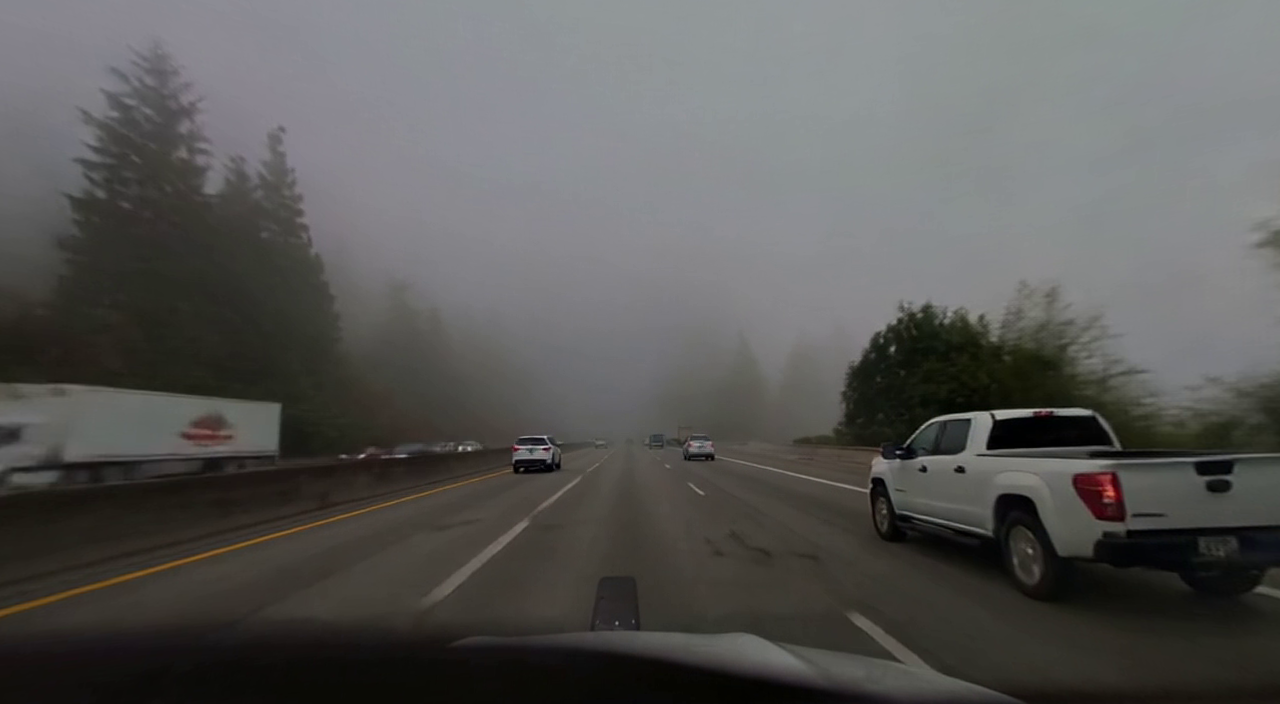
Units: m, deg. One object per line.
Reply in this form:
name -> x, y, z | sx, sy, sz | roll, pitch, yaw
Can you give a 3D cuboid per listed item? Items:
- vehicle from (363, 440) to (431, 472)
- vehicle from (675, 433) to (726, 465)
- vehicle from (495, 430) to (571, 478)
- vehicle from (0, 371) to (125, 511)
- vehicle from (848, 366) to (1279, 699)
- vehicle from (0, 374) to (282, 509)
vehicle -> -12.364, 5.287, 32.389 | 1.848, 1.517, 4.205 | 0, -8, -1
vehicle -> 2.921, 4.774, 31.173 | 1.990, 1.480, 3.865 | 0, -8, -2
vehicle -> -3.857, 3.746, 23.562 | 2.011, 1.614, 4.808 | 0, -8, 0
vehicle -> -19.468, 2.652, 18.852 | 2.967, 3.876, 5.923 | 0, -8, -1
vehicle -> 3.665, 1.204, 5.559 | 1.949, 1.639, 4.748 | 0, -8, -1
vehicle -> -19.629, 3.505, 25.234 | 2.802, 3.913, 13.577 | 0, -8, -1
